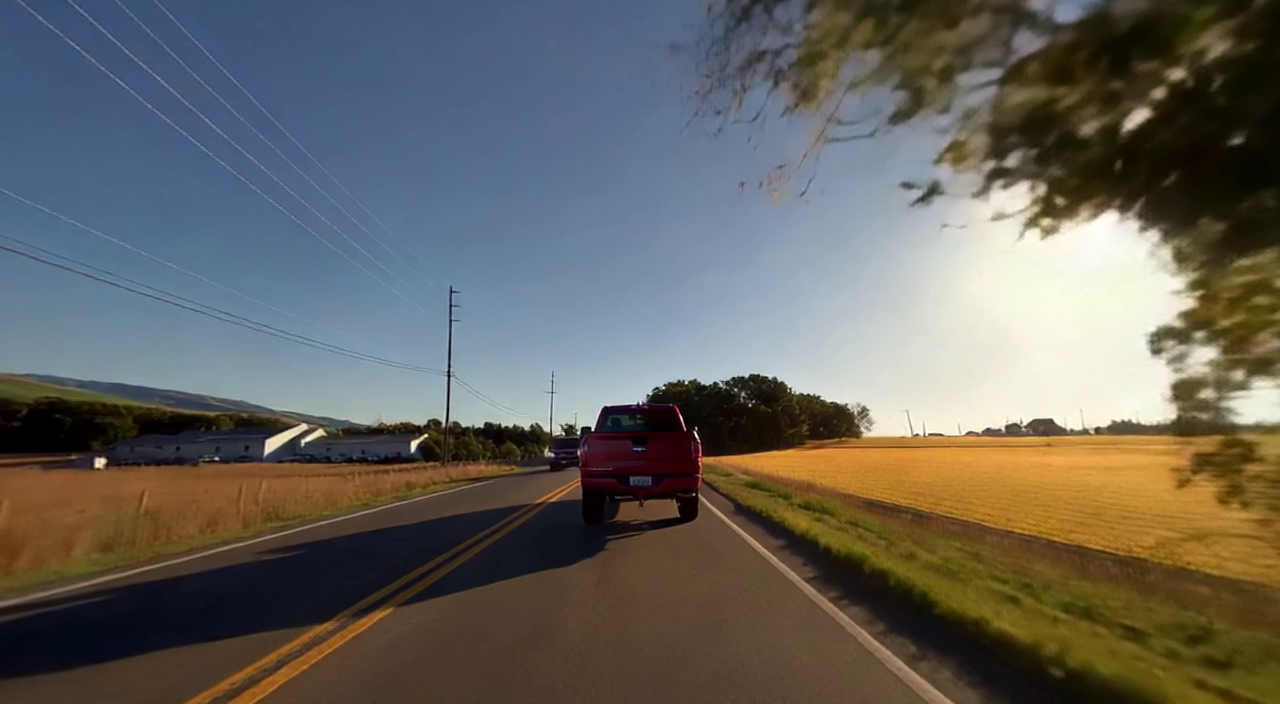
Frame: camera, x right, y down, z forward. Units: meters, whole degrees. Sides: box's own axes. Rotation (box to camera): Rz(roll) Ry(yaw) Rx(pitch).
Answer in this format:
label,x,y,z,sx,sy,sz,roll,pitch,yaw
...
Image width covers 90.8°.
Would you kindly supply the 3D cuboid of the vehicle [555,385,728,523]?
label,x,y,z,sx,sy,sz,roll,pitch,yaw
vehicle,-0.039,2.256,14.382,2.912,2.320,7.292,0,-8,-1
